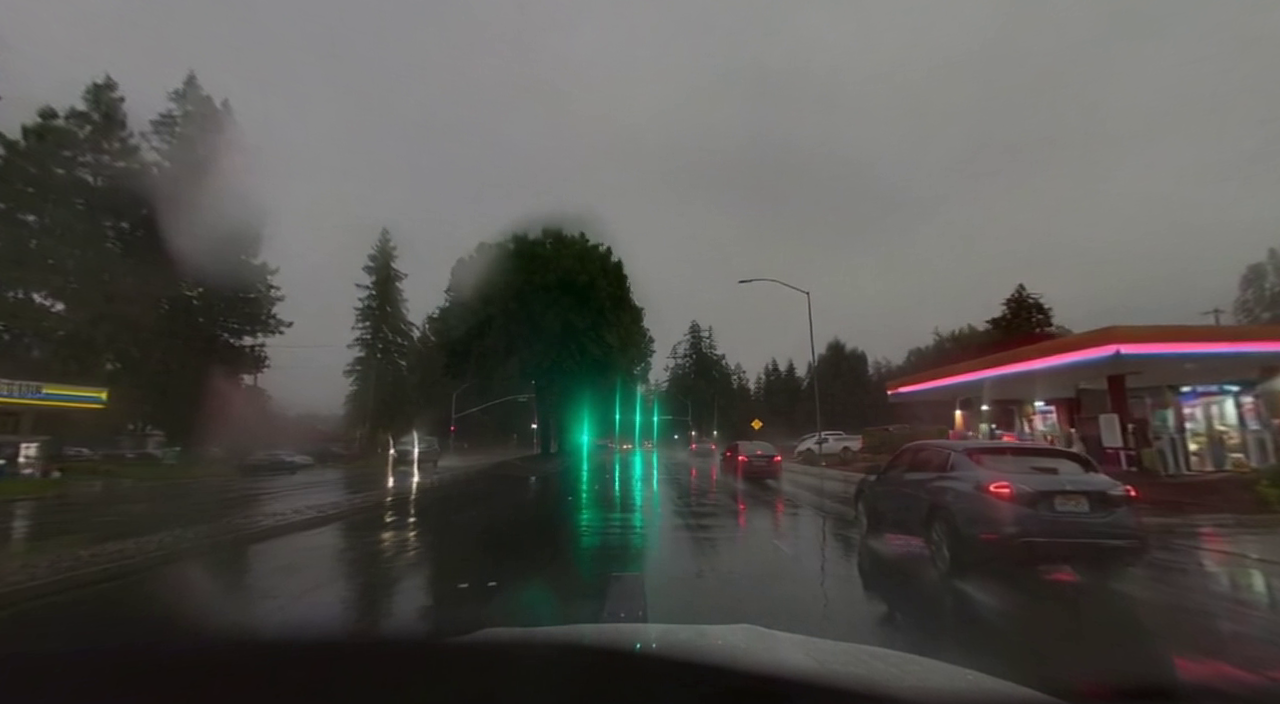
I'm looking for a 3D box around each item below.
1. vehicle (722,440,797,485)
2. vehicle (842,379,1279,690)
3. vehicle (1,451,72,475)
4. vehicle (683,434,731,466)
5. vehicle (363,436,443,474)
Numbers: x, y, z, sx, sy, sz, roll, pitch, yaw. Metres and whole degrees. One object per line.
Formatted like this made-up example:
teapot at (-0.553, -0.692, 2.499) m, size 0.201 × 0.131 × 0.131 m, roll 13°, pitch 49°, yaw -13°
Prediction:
vehicle at (4.149, 3.900, 22.563) m, size 1.871 × 1.442 × 4.122 m, roll 0°, pitch -8°, yaw 0°
vehicle at (3.639, 1.337, 5.911) m, size 1.875 × 1.665 × 4.931 m, roll 0°, pitch -8°, yaw 1°
vehicle at (-41.161, 7.563, 43.102) m, size 1.583 × 1.354 × 4.281 m, roll 1°, pitch -7°, yaw -15°
vehicle at (4.379, 6.501, 41.992) m, size 2.611 × 1.983 × 5.165 m, roll 0°, pitch -8°, yaw 0°
vehicle at (-13.996, 6.142, 37.725) m, size 2.385 × 2.064 × 5.707 m, roll -1°, pitch -8°, yaw 2°
